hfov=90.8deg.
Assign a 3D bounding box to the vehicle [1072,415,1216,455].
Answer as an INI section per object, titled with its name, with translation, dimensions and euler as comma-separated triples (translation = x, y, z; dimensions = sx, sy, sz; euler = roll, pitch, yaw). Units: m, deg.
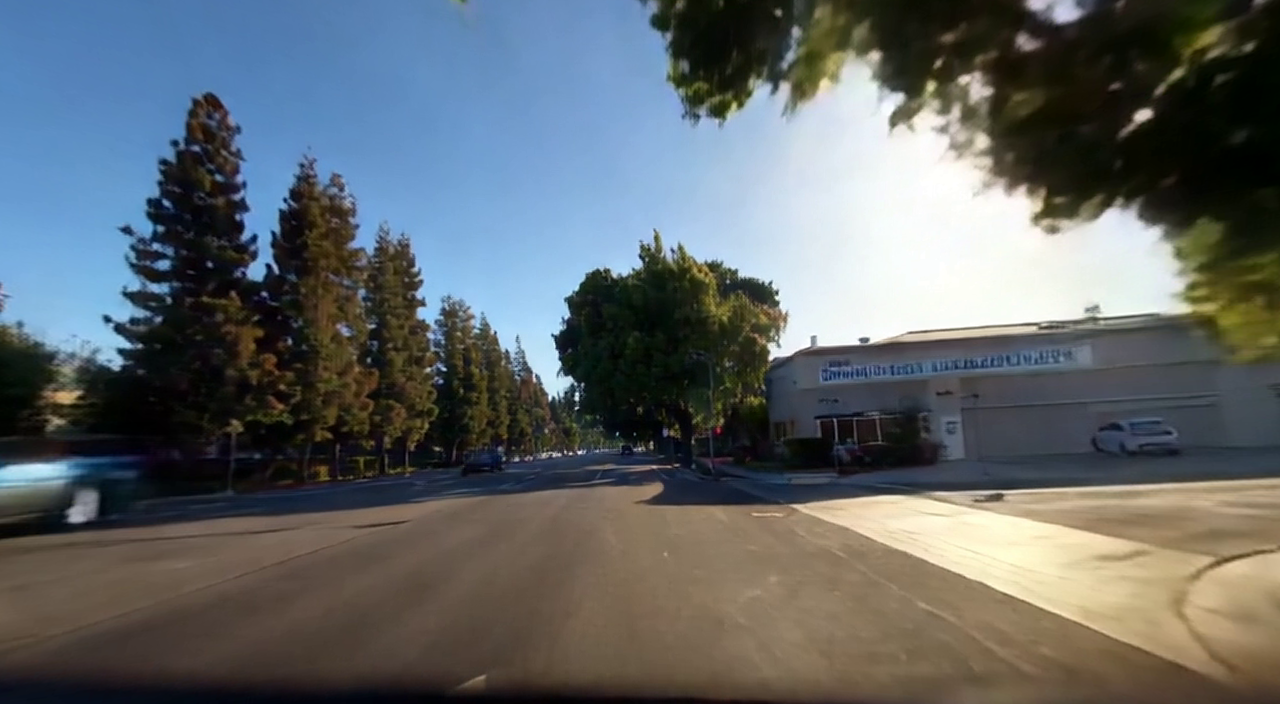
[vehicle]
translation = 21.828, 3.710, 27.695
dimensions = 2.028, 1.584, 4.971
euler = 0, -9, -3
